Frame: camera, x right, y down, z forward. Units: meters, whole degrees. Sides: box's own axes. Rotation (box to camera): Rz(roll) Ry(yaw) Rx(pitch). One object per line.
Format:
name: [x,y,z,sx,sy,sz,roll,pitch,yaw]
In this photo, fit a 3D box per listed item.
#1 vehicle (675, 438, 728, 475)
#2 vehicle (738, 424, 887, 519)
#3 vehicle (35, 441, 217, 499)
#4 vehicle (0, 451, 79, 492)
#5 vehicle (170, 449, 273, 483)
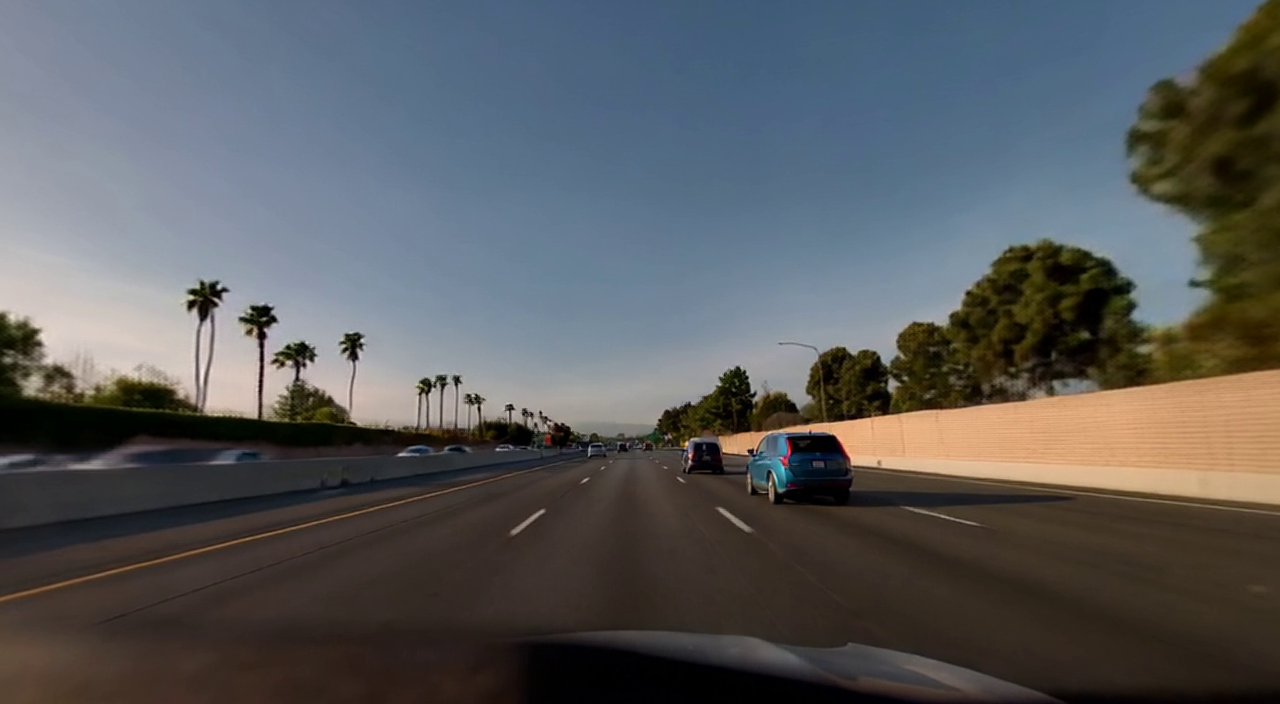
vehicle: [2.950,5.129,31.200,2.045,1.688,4.313,0,-9,-2]
vehicle: [3.442,2.464,13.558,1.910,1.696,4.187,0,-8,-1]
vehicle: [-15.946,3.648,20.035,1.916,1.608,4.537,0,-9,0]
vehicle: [-26.951,5.052,26.931,1.964,1.646,4.477,0,-8,0]
vehicle: [-20.310,5.544,30.995,1.808,1.487,4.729,0,-8,0]
